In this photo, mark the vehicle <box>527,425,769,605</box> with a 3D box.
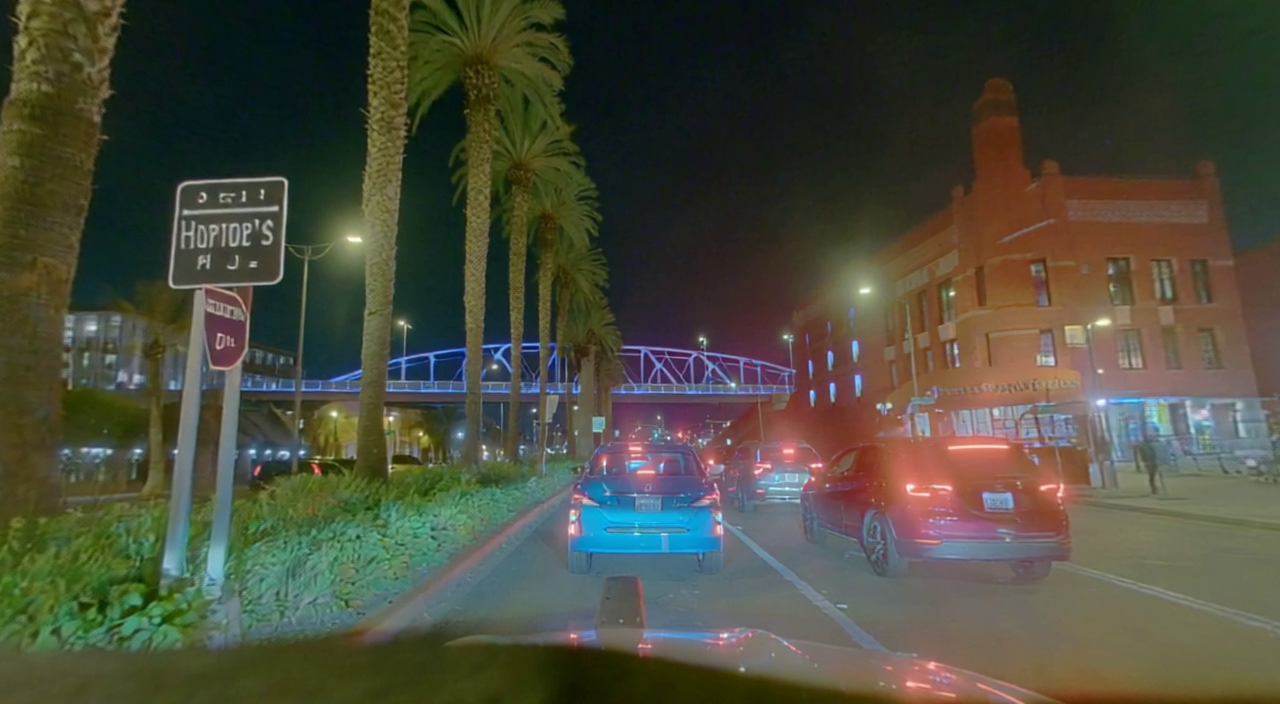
[{"bbox_3d":[0.061,1.669,7.276,2.048,1.503,3.681,0,-9,0],"label":"vehicle"}]

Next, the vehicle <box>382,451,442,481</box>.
[{"bbox_3d":[-14.954,7.468,41.679,2.104,1.802,4.852,0,-9,0],"label":"vehicle"}]

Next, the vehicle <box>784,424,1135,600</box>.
[{"bbox_3d":[3.267,1.717,7.716,1.920,1.490,4.417,0,-9,-1],"label":"vehicle"}]
